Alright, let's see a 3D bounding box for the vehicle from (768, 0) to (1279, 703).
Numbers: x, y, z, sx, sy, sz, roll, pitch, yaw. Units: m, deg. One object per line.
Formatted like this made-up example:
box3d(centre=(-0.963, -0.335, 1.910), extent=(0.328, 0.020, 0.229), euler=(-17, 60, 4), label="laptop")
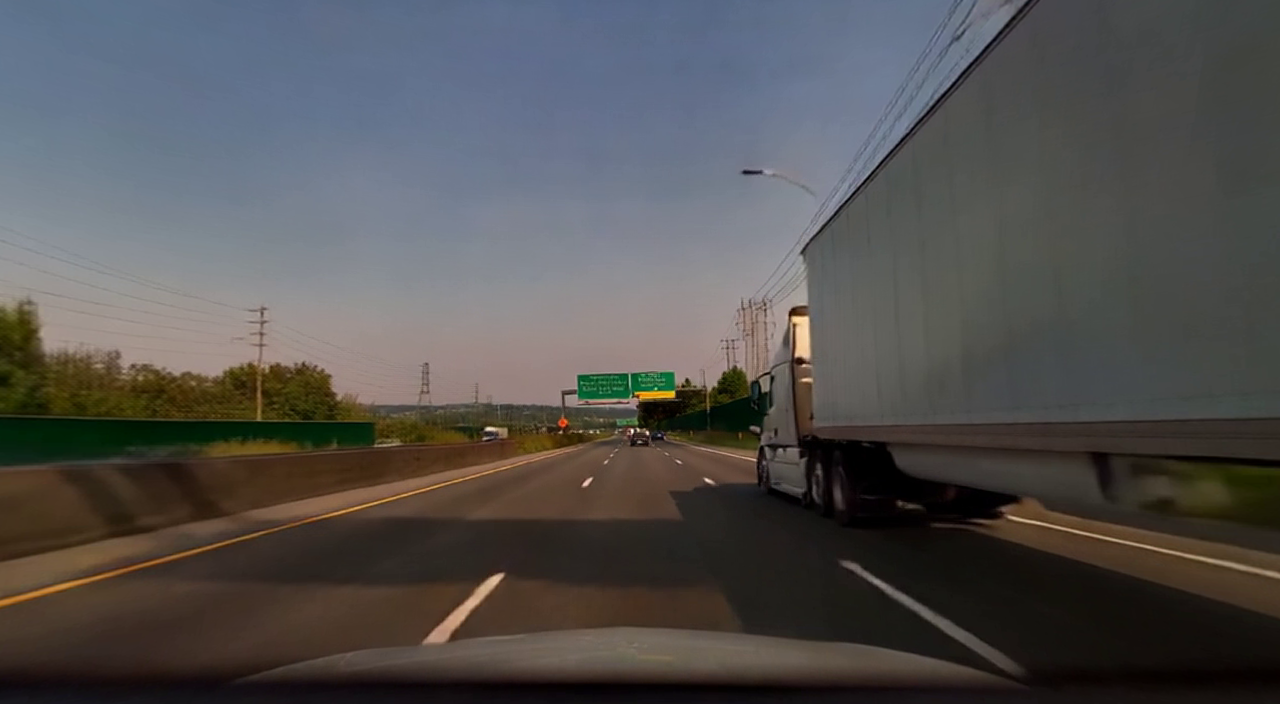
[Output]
box3d(centre=(3.731, -0.213, 3.490), extent=(2.944, 3.973, 13.227), euler=(0, -8, -1), label="vehicle")
